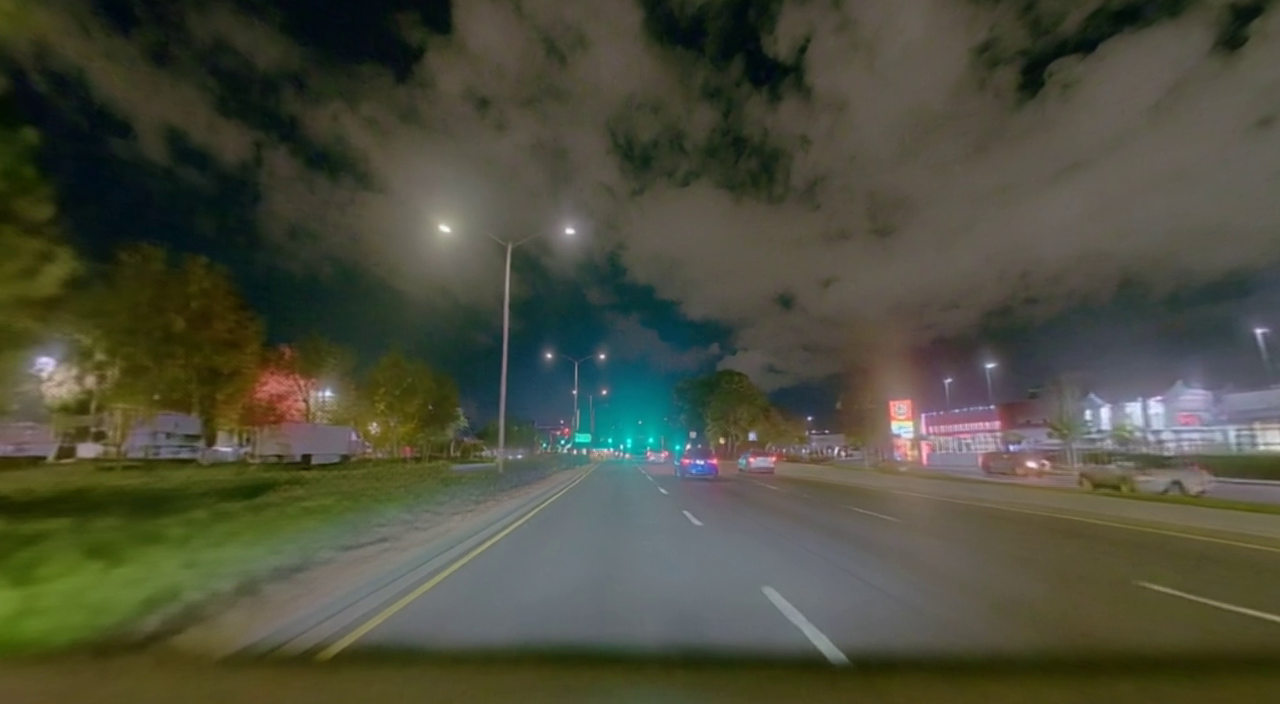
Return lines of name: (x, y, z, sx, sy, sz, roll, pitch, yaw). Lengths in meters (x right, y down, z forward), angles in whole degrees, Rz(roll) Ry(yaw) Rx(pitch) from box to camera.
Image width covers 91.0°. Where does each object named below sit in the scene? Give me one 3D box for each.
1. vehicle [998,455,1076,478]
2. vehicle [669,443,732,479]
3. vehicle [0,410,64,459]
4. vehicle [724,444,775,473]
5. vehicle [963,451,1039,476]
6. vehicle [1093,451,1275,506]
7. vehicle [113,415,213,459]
vehicle: (26.955, 7.752, 42.727, 4.390, 1.474, 1.851, 2, -9, -13)
vehicle: (2.631, 4.899, 28.580, 2.256, 1.451, 4.313, 1, -8, -3)
vehicle: (-43.671, 5.652, 43.490, 2.718, 3.175, 6.649, 4, -9, -16)
vehicle: (6.068, 5.914, 35.237, 1.886, 1.528, 4.169, 1, -8, -3)
vehicle: (26.319, 8.122, 45.909, 4.586, 1.665, 1.968, 2, -9, -11)
vehicle: (16.822, 3.865, 19.537, 4.486, 1.532, 1.939, 3, -9, -14)
vehicle: (-34.369, 6.238, 45.739, 2.858, 2.981, 6.850, 2, -9, -11)
